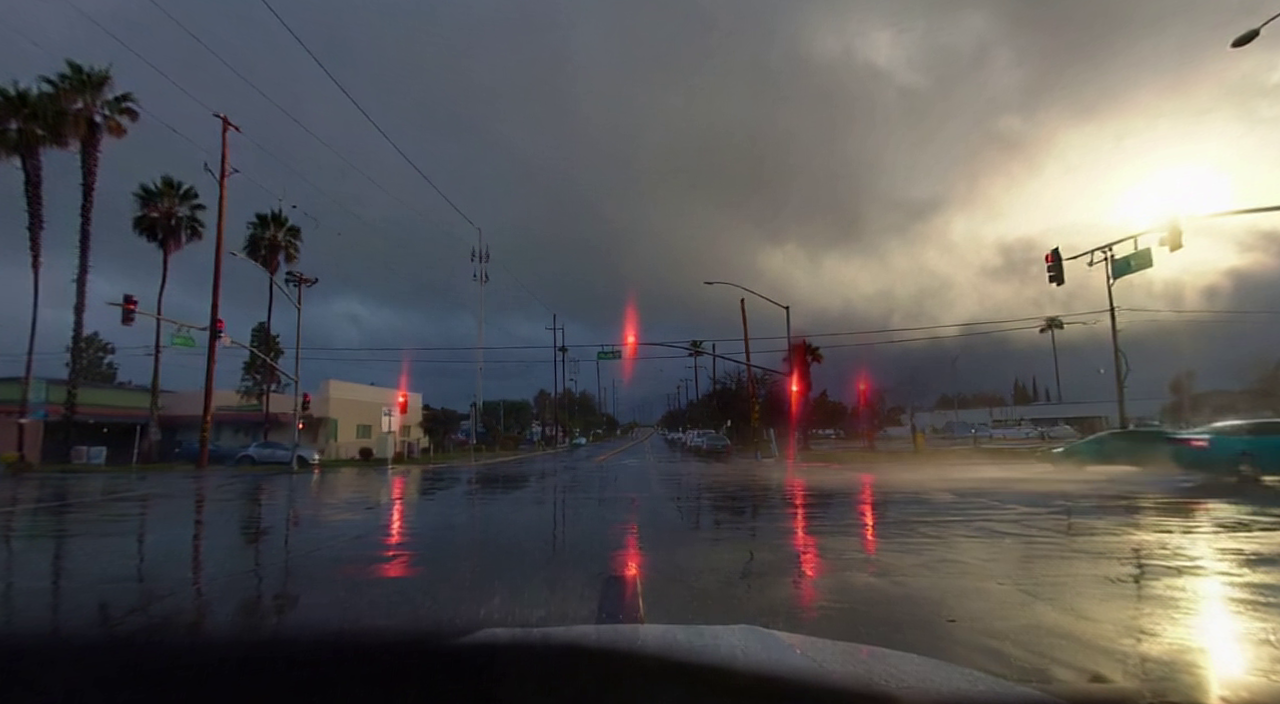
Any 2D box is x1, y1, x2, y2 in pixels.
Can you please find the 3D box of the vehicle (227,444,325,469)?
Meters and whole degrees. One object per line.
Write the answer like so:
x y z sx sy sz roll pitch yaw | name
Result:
-22.308 6.427 38.855 4.849 1.444 1.881 0 -8 1 | vehicle

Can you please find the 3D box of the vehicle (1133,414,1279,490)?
13.981 2.099 13.336 5.094 1.490 2.223 -3 -9 22 | vehicle

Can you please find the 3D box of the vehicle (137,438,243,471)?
-25.901 5.922 36.462 4.613 1.820 2.021 0 -9 3 | vehicle

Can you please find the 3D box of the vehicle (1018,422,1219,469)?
15.723 3.114 21.027 4.918 1.479 1.897 -1 -9 8 | vehicle

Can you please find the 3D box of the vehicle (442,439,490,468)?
-11.964 6.986 43.807 2.016 1.717 4.287 0 -6 1 | vehicle
